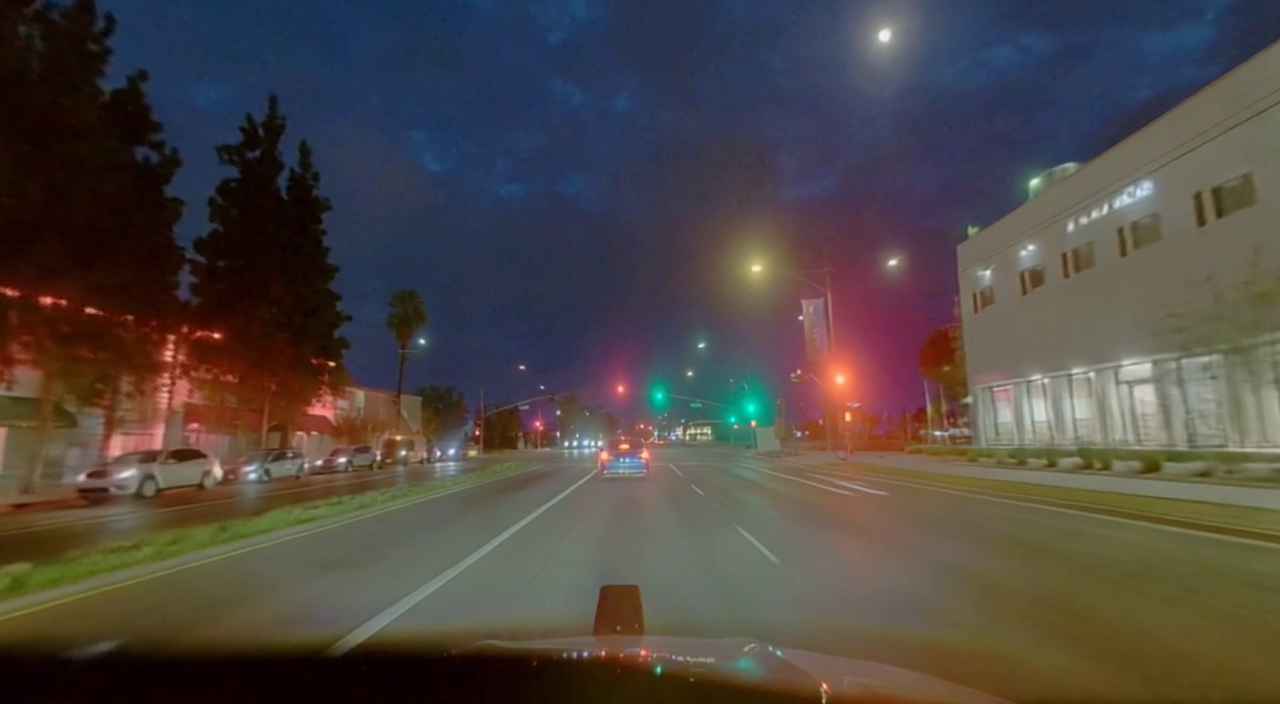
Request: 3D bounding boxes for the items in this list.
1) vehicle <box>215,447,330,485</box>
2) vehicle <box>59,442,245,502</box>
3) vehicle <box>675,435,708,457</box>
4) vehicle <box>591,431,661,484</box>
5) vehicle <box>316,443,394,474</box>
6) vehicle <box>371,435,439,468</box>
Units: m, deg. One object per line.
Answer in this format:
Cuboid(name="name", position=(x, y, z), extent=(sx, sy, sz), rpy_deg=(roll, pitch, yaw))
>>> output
Cuboid(name="vehicle", position=(-15.691, 4.864, 27.346), extent=(1.931, 1.455, 5.023), rpy_deg=(0, -9, 0))
Cuboid(name="vehicle", position=(-15.563, 3.804, 20.585), extent=(2.130, 1.692, 4.734), rpy_deg=(-1, -9, 2))
Cuboid(name="vehicle", position=(3.592, 6.725, 45.018), extent=(2.122, 1.454, 4.271), rpy_deg=(-1, -9, 2))
Cuboid(name="vehicle", position=(-0.400, 3.374, 20.423), extent=(2.045, 1.510, 3.690), rpy_deg=(0, -9, 0))
Cuboid(name="vehicle", position=(-15.619, 5.853, 34.909), extent=(2.131, 1.560, 4.563), rpy_deg=(-1, -9, 1))
Cuboid(name="vehicle", position=(-15.432, 6.588, 41.902), extent=(2.250, 1.981, 5.861), rpy_deg=(0, -9, 0))
